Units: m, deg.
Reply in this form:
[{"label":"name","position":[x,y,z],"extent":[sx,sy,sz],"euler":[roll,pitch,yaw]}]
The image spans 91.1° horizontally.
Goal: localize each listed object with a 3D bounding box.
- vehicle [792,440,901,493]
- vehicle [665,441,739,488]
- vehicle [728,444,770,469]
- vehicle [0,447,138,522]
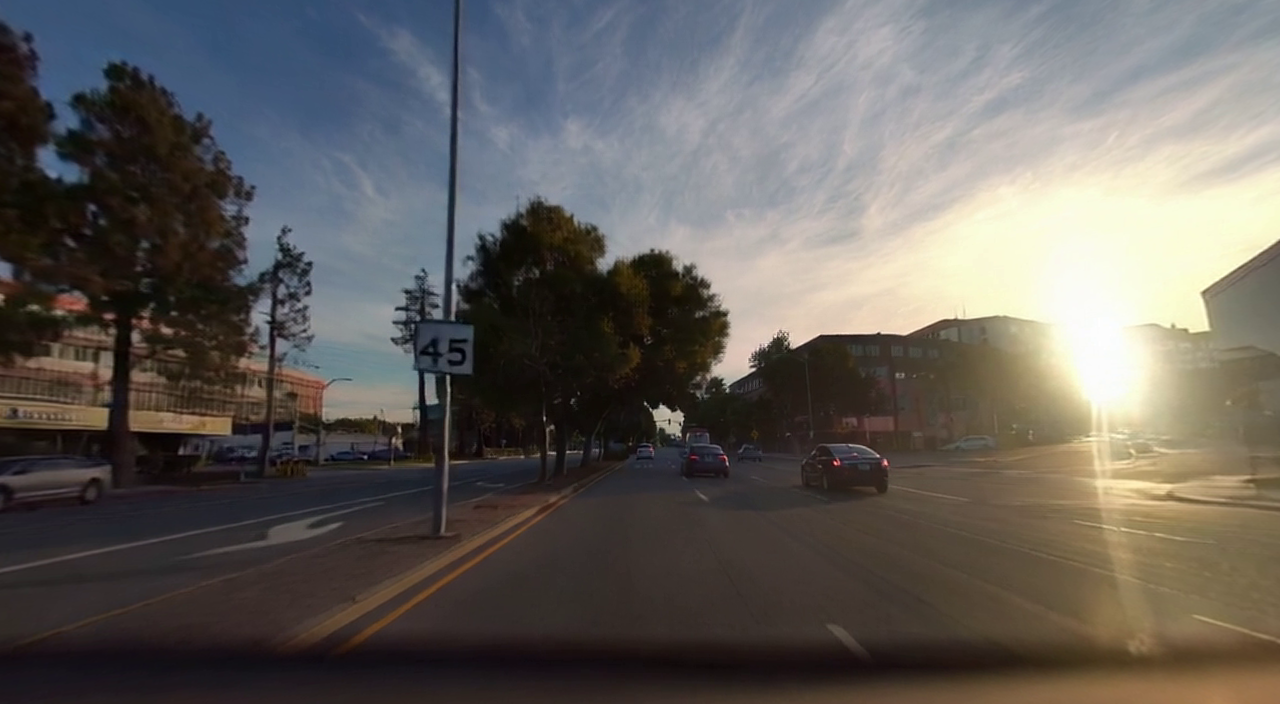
[{"label":"vehicle","position":[6.399,3.582,20.053],"extent":[1.918,1.484,4.456],"euler":[0,-8,-1]},{"label":"vehicle","position":[2.091,3.962,22.517],"extent":[1.971,1.479,4.493],"euler":[0,-8,-3]},{"label":"vehicle","position":[7.009,6.725,40.691],"extent":[1.930,1.479,4.477],"euler":[0,-8,0]},{"label":"vehicle","position":[-15.782,3.270,15.894],"extent":[2.006,1.714,4.829],"euler":[0,-8,2]}]
